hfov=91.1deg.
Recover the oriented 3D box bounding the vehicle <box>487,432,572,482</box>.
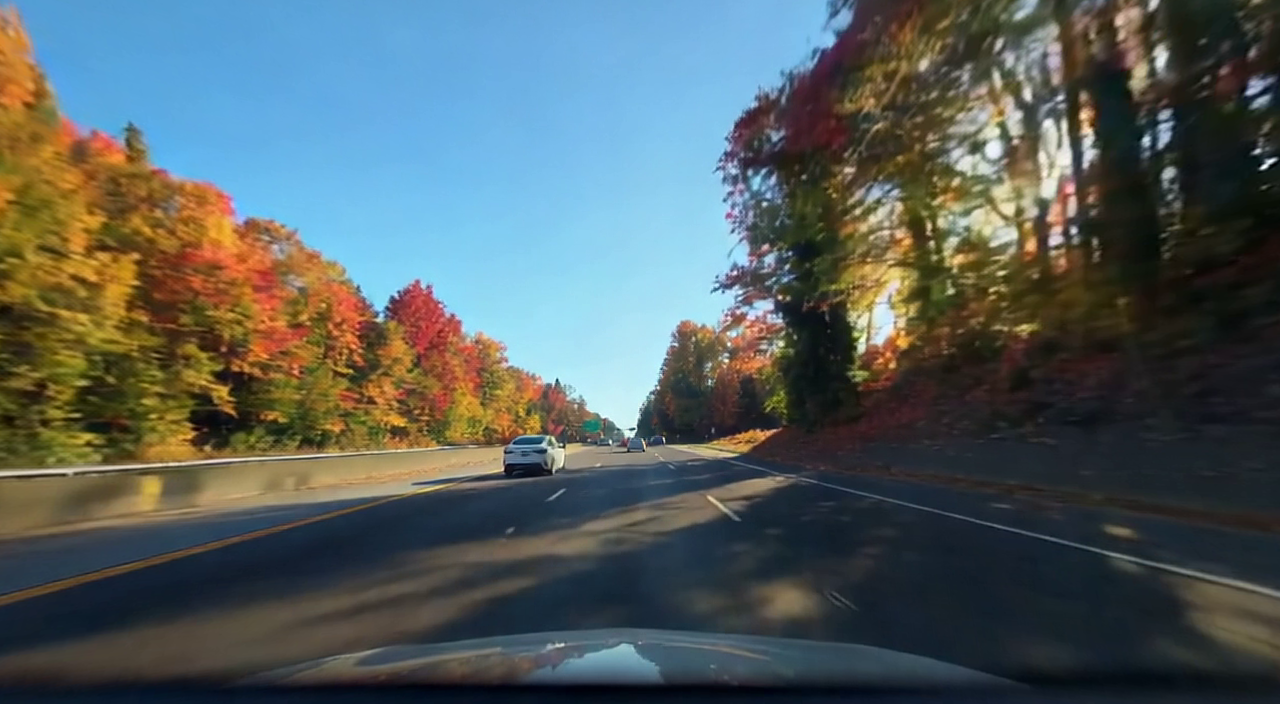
[{"bbox_3d":[-3.605,3.530,21.432,2.103,1.507,4.367,0,-8,0],"label":"vehicle"}]
